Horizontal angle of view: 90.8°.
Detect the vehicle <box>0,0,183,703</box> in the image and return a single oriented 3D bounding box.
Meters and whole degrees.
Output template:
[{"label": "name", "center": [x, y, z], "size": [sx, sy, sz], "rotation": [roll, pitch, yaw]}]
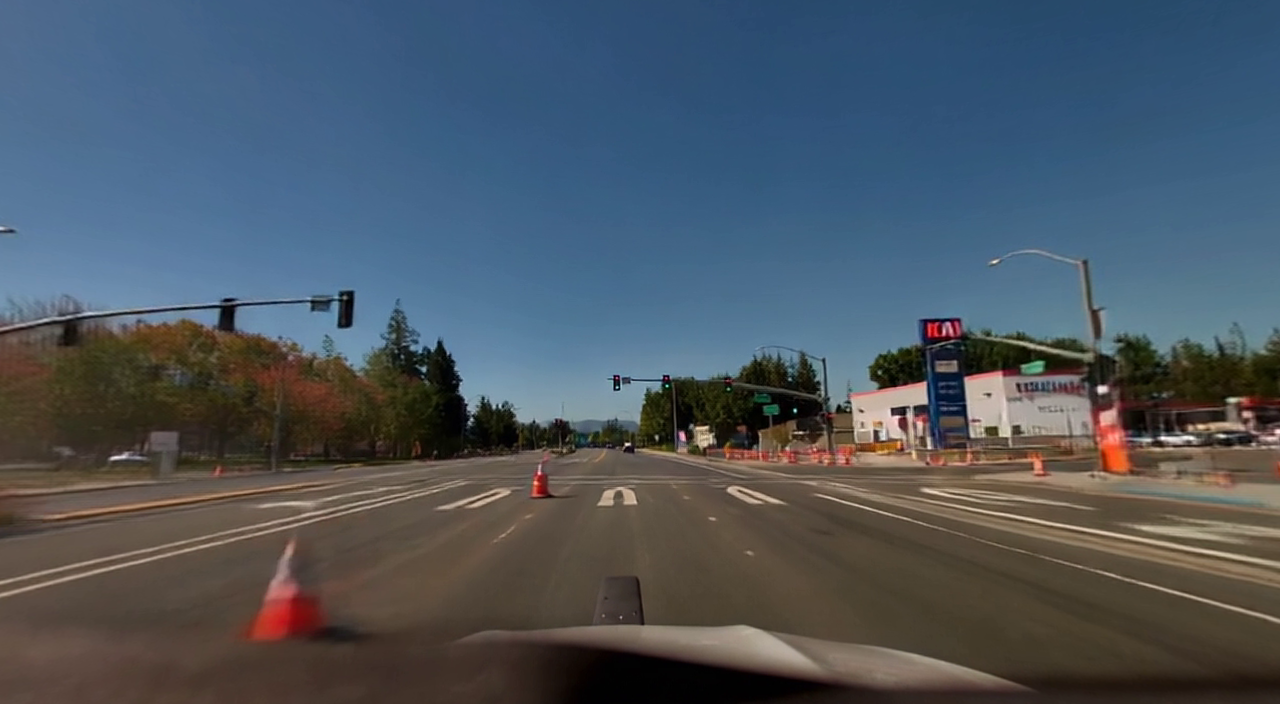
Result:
[{"label": "vehicle", "center": [-3.930, -0.104, 1.974], "size": [2.637, 3.576, 3.006], "rotation": [-1, -7, -1]}]
